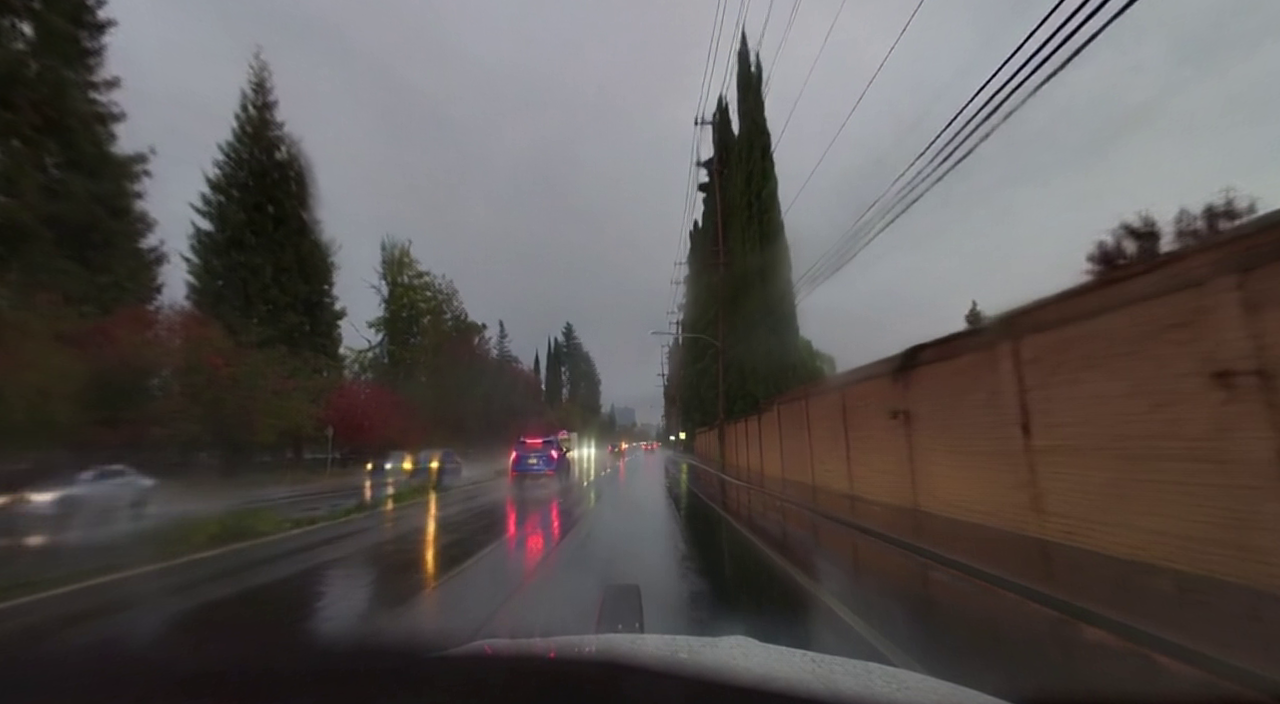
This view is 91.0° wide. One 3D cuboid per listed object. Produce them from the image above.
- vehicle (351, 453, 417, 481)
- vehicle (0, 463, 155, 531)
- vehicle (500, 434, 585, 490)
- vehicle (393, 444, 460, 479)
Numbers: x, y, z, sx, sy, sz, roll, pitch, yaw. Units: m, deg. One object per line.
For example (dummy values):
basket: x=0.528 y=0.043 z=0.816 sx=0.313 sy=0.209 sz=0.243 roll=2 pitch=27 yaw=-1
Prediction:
vehicle: x=-15.248 y=6.863 z=37.778 sx=1.871 sy=1.505 sz=4.708 roll=0 pitch=-8 yaw=2
vehicle: x=-15.821 y=3.802 z=17.028 sx=1.921 sy=1.467 sz=4.297 roll=0 pitch=-8 yaw=1
vehicle: x=-3.264 y=3.803 z=22.072 sx=2.147 sy=1.730 sz=4.555 roll=0 pitch=-8 yaw=1
vehicle: x=-11.475 y=5.891 z=34.188 sx=2.006 sy=1.731 sz=4.512 roll=0 pitch=-8 yaw=1
